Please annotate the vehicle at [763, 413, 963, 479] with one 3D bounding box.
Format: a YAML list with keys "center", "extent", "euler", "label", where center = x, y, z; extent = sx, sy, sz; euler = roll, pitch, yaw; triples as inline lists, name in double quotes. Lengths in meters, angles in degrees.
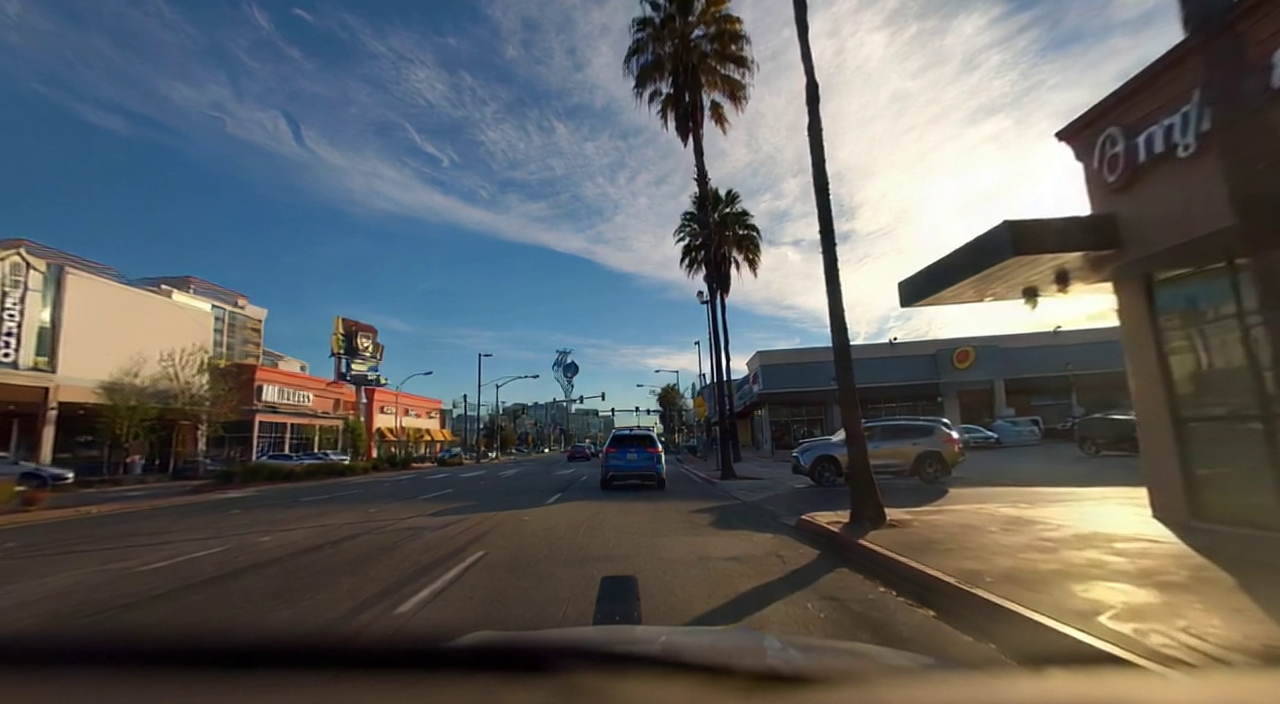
- center: [6.187, 2.686, 18.032]
  extent: [4.828, 1.733, 2.231]
  euler: [0, -9, -1]
  label: "vehicle"

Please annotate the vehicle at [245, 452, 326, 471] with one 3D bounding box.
- center: [-26.836, 8.268, 47.998]
  extent: [5.154, 1.343, 1.943]
  euler: [4, -9, -23]
  label: "vehicle"

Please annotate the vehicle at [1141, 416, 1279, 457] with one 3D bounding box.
- center: [24.168, 3.597, 26.747]
  extent: [1.867, 1.571, 4.153]
  euler: [3, -9, -20]
  label: "vehicle"

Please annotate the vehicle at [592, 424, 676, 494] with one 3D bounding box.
- center: [-0.195, 3.134, 18.736]
  extent: [2.234, 1.818, 3.869]
  euler: [0, -9, -1]
  label: "vehicle"

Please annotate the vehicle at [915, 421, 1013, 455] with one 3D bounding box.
- center: [16.378, 4.357, 31.832]
  extent: [4.918, 1.595, 2.213]
  euler: [6, -11, -34]
  label: "vehicle"

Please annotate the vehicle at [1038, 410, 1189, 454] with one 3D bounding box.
- center: [19.947, 3.489, 27.054]
  extent: [2.080, 1.702, 5.430]
  euler: [0, -9, -3]
  label: "vehicle"
